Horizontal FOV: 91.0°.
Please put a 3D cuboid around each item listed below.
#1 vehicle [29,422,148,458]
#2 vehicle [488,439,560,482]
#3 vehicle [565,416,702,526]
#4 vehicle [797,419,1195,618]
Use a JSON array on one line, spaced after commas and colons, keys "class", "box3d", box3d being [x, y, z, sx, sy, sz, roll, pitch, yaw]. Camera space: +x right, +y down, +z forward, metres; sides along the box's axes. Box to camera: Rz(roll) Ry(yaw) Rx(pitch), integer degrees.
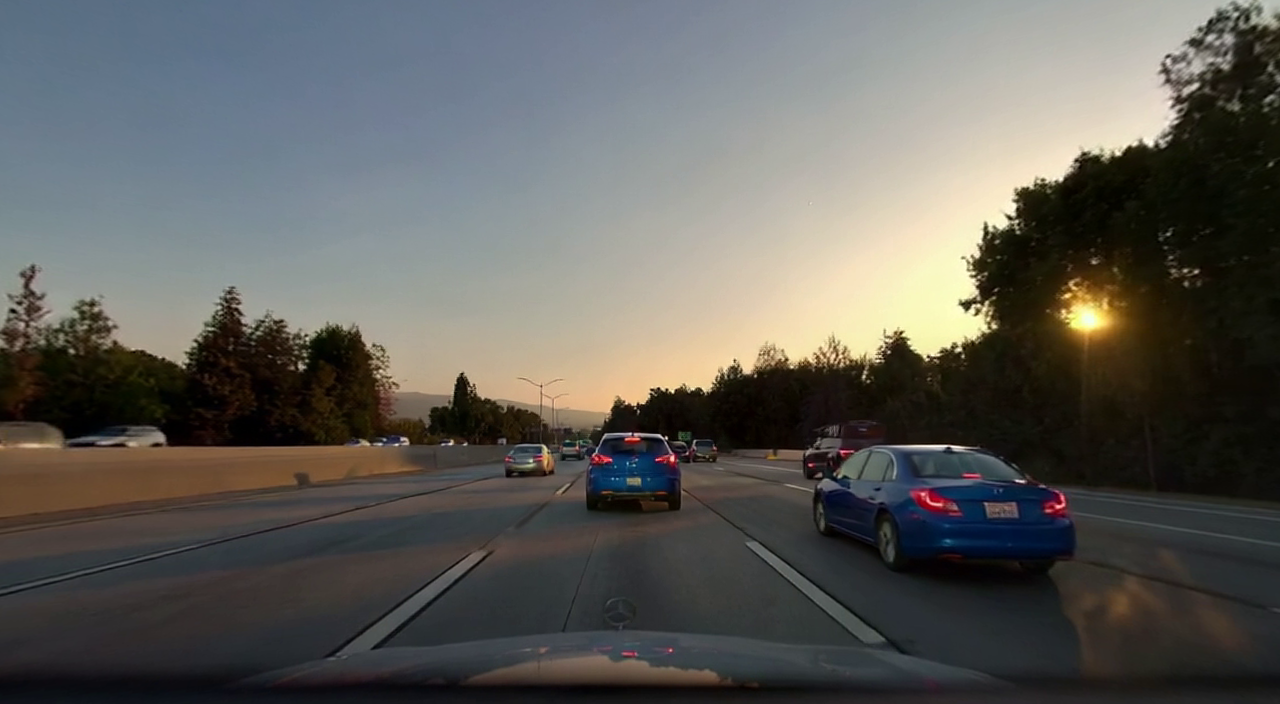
[{"class": "vehicle", "box3d": [-26.737, 4.339, 30.767, 1.912, 1.616, 4.342, 1, -9, -2]}, {"class": "vehicle", "box3d": [-4.443, 4.236, 24.904, 2.023, 1.497, 4.526, 1, -9, -1]}, {"class": "vehicle", "box3d": [-0.119, 2.203, 12.107, 2.181, 1.728, 3.970, 0, -9, -1]}, {"class": "vehicle", "box3d": [3.330, 1.626, 7.111, 1.975, 1.532, 4.227, 1, -9, -1]}]
